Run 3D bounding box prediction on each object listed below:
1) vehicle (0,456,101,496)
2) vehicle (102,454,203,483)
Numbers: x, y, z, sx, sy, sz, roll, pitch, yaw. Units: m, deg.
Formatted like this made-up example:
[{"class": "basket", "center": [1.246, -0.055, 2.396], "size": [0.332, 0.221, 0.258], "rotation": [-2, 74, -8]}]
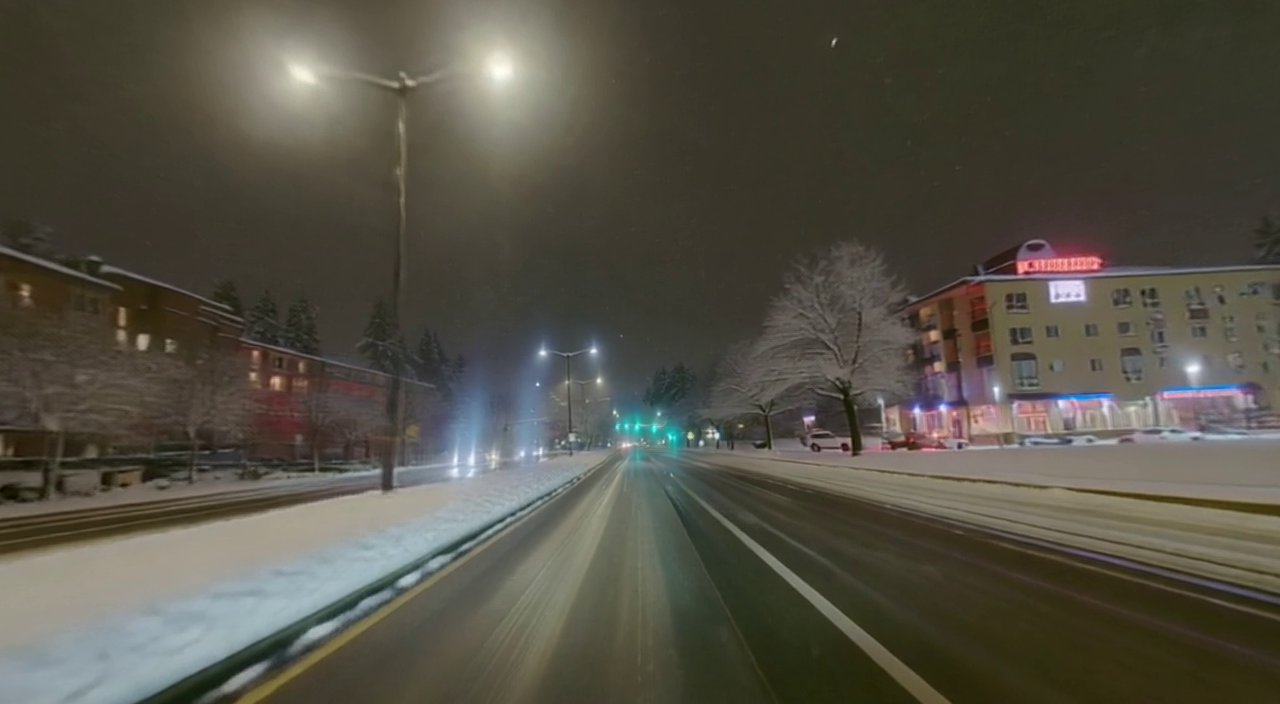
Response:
[{"class": "vehicle", "center": [-28.799, 5.896, 30.367], "size": [1.989, 1.692, 4.362], "rotation": [0, -8, -3]}, {"class": "vehicle", "center": [-30.341, 7.258, 39.412], "size": [4.679, 1.661, 1.923], "rotation": [0, -8, 0]}]
